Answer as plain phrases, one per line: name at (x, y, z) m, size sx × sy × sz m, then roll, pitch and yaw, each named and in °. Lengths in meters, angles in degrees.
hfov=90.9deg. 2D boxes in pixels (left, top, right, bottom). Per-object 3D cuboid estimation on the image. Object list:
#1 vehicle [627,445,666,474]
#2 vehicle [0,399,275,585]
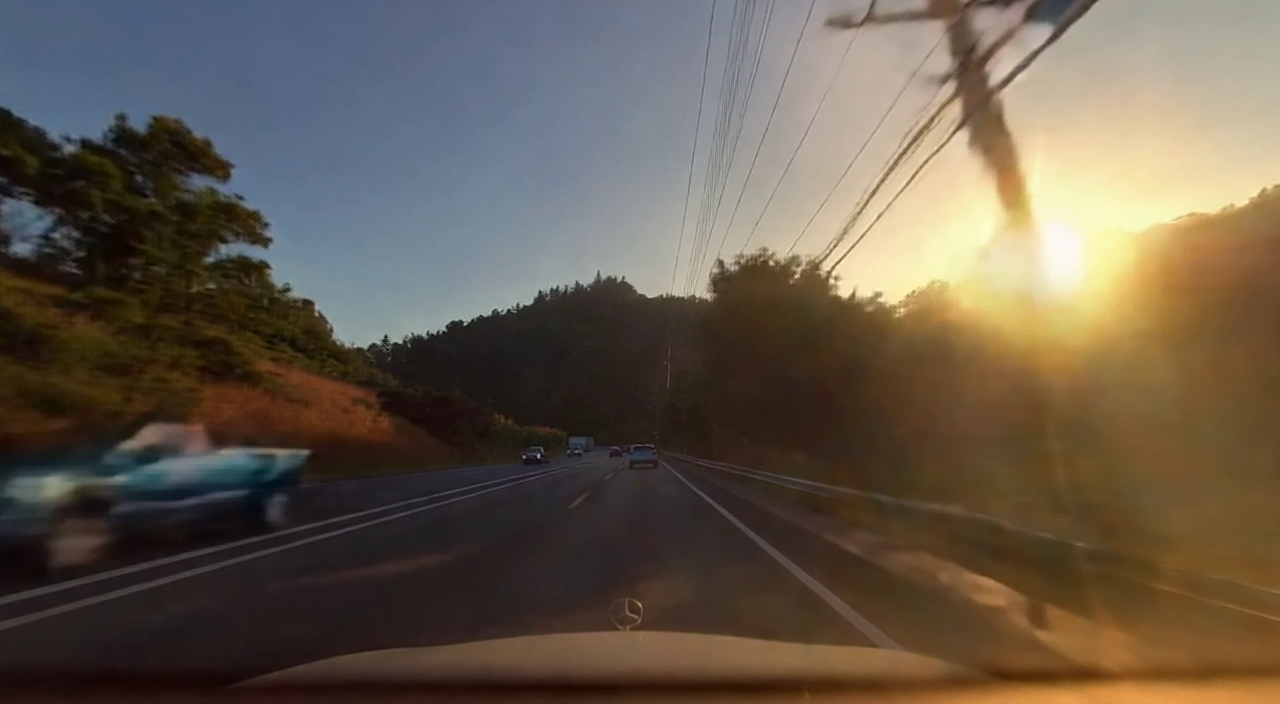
vehicle at (0.320, 5.920, 34.912) m, size 2.080 × 1.486 × 3.813 m, roll 0°, pitch -9°, yaw -1°
vehicle at (-7.111, 1.661, 8.072) m, size 2.145 × 1.740 × 4.433 m, roll 0°, pitch -9°, yaw 0°
